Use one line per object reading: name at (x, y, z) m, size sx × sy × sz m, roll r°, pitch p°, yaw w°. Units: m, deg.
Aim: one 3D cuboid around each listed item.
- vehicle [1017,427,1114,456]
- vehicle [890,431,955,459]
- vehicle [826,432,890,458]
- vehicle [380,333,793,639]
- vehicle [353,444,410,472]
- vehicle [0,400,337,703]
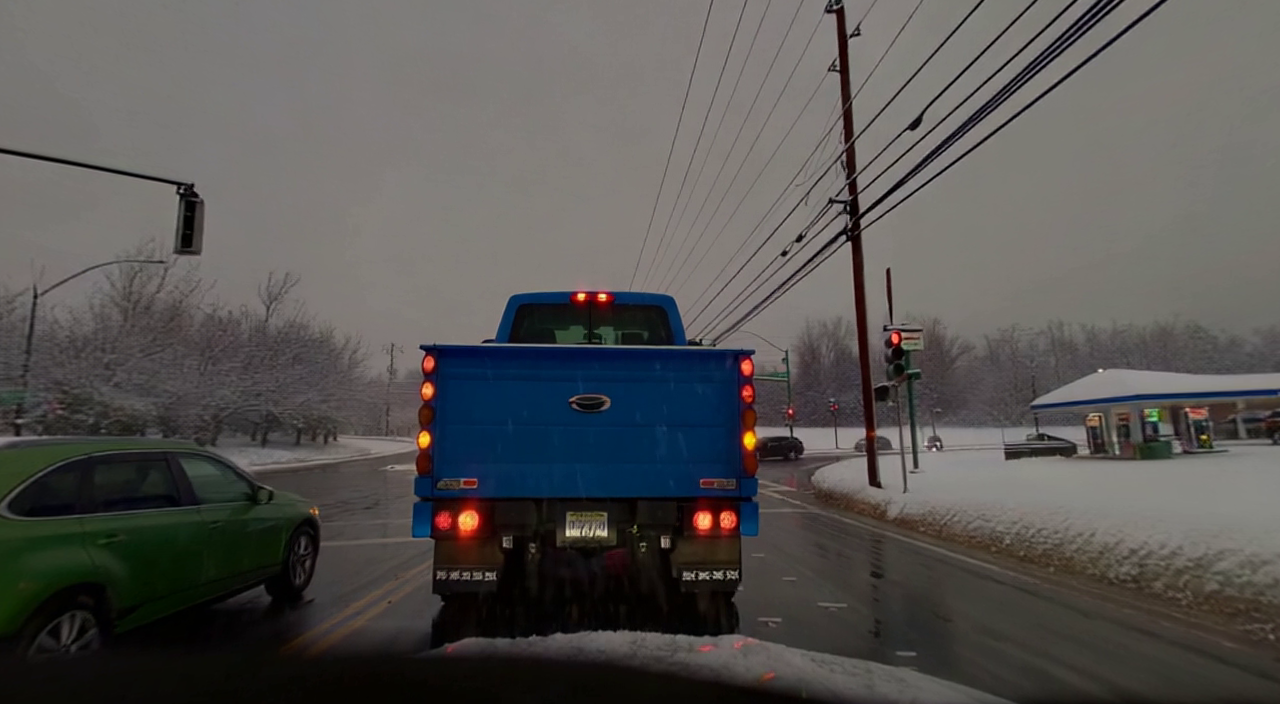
vehicle at (25.565, 5.401, 37.917) m, size 4.419 × 1.496 × 1.854 m, roll -2°, pitch -9°, yaw 1°
vehicle at (19.194, 6.323, 42.688) m, size 5.021 × 1.757 × 2.012 m, roll 7°, pitch -11°, yaw -41°
vehicle at (16.090, 6.841, 46.316) m, size 4.975 × 1.799 × 2.117 m, roll 7°, pitch -11°, yaw -39°
vehicle at (-0.423, 1.326, 7.198) m, size 2.859 × 2.144 × 5.406 m, roll 0°, pitch -9°, yaw -1°
vehicle at (-17.117, 7.021, 41.902) m, size 2.133 × 1.690 × 4.331 m, roll 0°, pitch -9°, yaw -3°
vehicle at (-3.960, 1.191, 3.970) m, size 2.017 × 1.555 × 4.150 m, roll -1°, pitch -9°, yaw 0°
